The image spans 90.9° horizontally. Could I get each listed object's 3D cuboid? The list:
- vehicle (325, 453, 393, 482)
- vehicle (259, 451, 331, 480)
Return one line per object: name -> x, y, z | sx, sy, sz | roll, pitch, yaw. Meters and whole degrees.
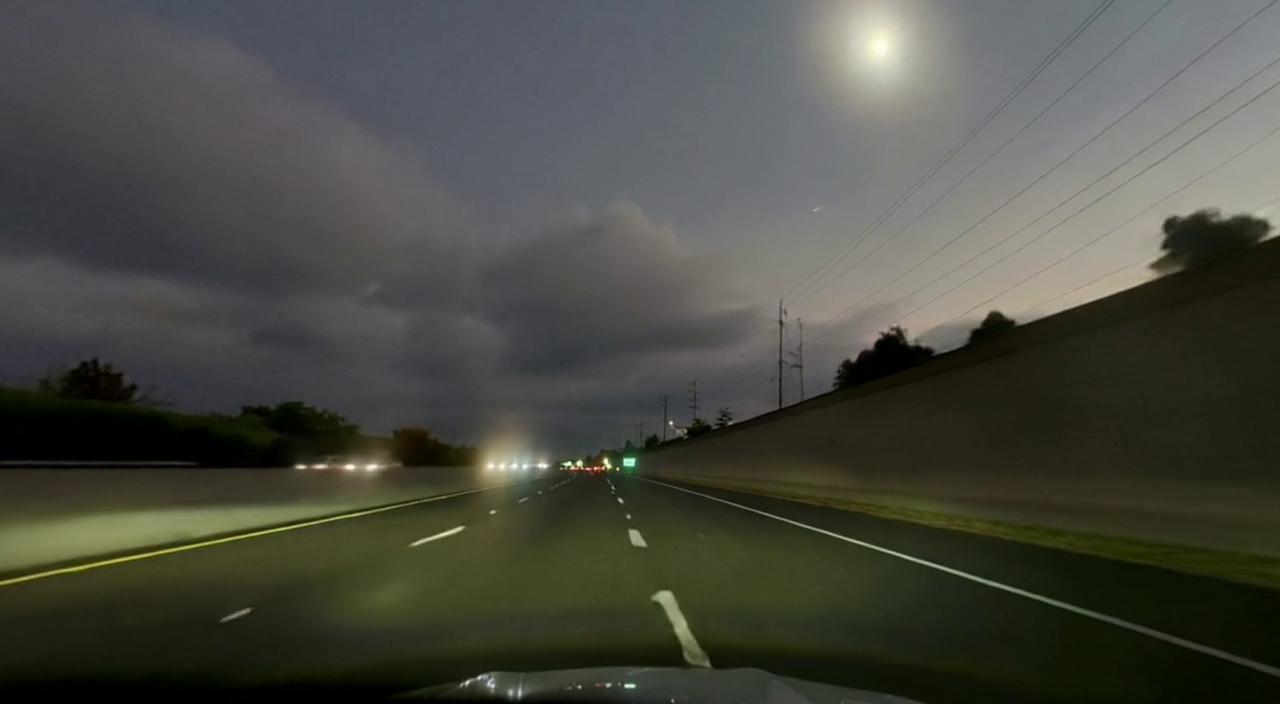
vehicle -> -15.588, 6.455, 35.199 | 1.965, 1.498, 4.378 | 1, -10, -3
vehicle -> -19.164, 6.344, 35.246 | 1.819, 1.482, 4.228 | 1, -10, -3
